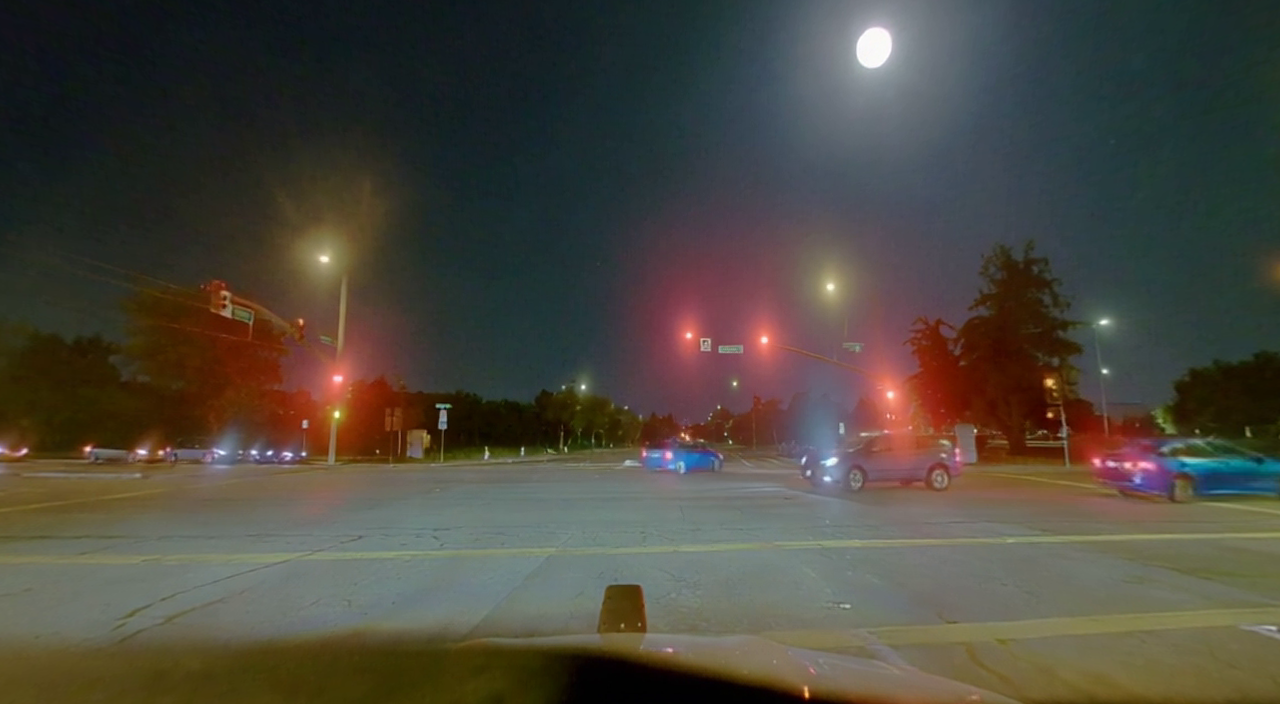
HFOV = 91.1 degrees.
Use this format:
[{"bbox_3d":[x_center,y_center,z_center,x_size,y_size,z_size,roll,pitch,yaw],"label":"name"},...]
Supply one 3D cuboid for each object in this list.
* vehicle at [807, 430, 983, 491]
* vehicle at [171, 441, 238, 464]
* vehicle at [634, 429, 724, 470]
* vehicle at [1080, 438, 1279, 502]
[{"bbox_3d":[7.941,3.394,19.842,4.580,1.768,2.134,1,-8,-7],"label":"vehicle"},{"bbox_3d":[-29.110,6.700,42.046,1.696,1.431,3.686,-1,-8,3],"label":"vehicle"},{"bbox_3d":[1.910,4.593,29.641,1.994,1.753,4.346,-7,-11,40],"label":"vehicle"},{"bbox_3d":[14.878,3.067,16.589,5.000,1.559,1.960,0,-8,-1],"label":"vehicle"}]
